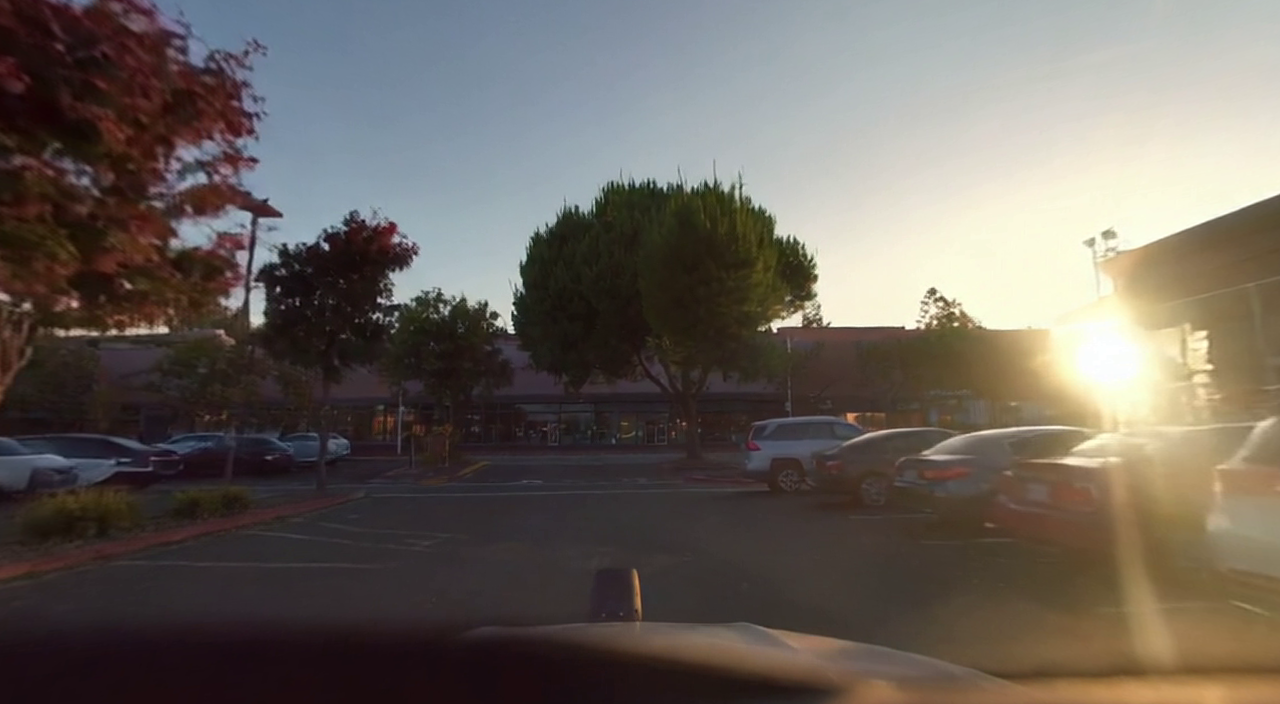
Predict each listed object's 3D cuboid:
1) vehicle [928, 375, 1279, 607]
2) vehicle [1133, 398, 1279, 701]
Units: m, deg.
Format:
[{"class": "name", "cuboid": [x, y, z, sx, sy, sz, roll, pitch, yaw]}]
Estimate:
[{"class": "vehicle", "cuboid": [5.778, 1.214, 6.152, 4.785, 1.761, 2.292, 0, -8, -3]}, {"class": "vehicle", "cuboid": [5.461, 0.969, 3.093, 4.449, 1.513, 2.087, 0, -8, -5]}]
